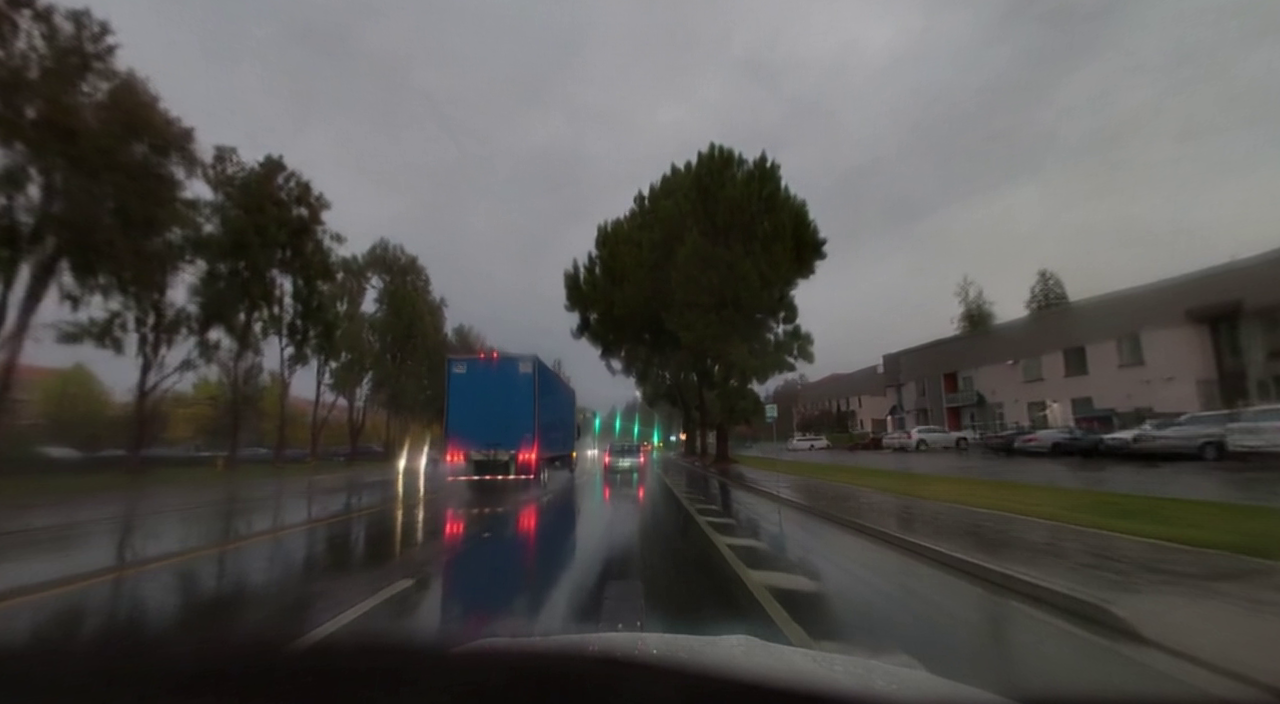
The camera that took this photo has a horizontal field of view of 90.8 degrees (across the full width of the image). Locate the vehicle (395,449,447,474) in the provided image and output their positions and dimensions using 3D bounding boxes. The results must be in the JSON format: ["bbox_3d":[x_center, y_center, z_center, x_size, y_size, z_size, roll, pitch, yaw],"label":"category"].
[{"bbox_3d":[-14.729,7.385,42.759,1.993,1.568,4.645,0,-10,-2],"label":"vehicle"}]

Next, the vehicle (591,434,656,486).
[{"bbox_3d":[-0.558,3.829,22.624,2.094,1.682,3.866,0,-9,-1],"label":"vehicle"}]

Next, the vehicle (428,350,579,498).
[{"bbox_3d":[-4.084,2.638,21.902,2.996,3.902,10.410,0,-9,-1],"label":"vehicle"}]
